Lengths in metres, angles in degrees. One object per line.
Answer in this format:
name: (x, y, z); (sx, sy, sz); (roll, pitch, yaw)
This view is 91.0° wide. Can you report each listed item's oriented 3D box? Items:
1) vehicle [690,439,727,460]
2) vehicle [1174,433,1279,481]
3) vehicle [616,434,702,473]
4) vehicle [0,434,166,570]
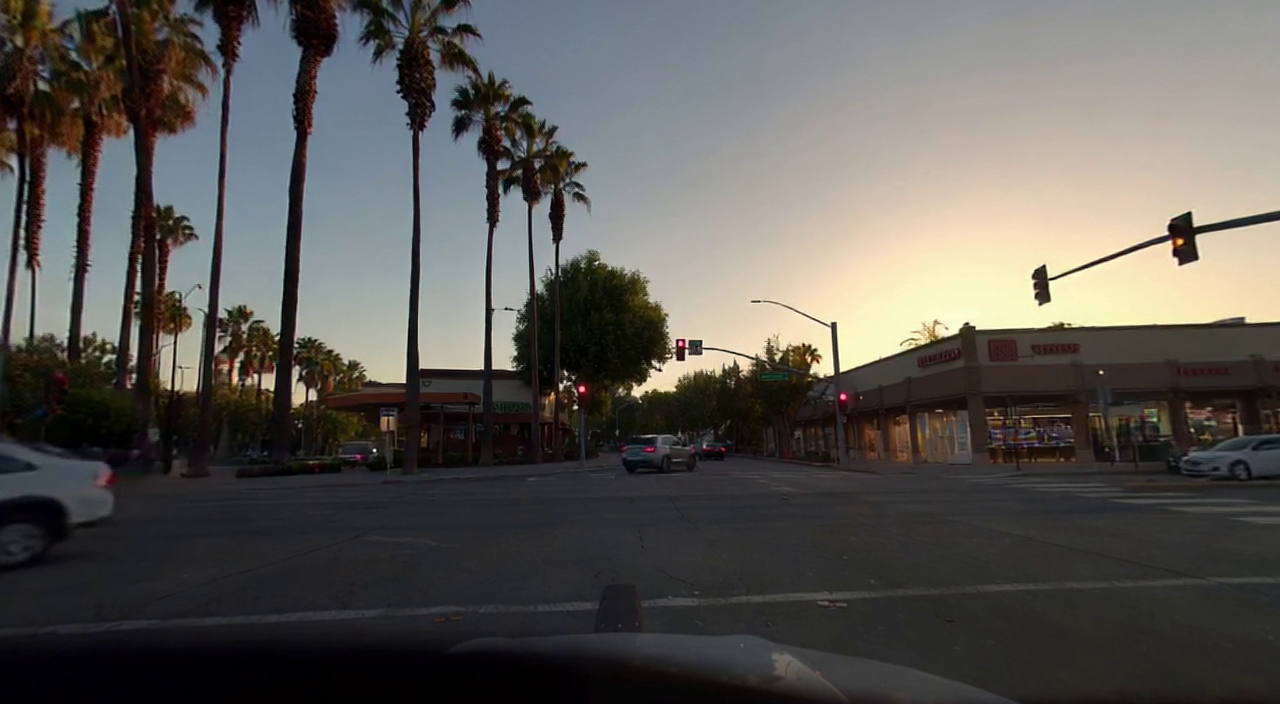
vehicle: (5.141, 7.385, 47.745); (1.890, 1.572, 3.826); (1, -9, -7)
vehicle: (23.498, 3.926, 23.631); (4.722, 1.717, 2.000); (-3, -9, 17)
vehicle: (0.991, 4.731, 29.598); (1.999, 1.653, 4.603); (-5, -10, 32)
vehicle: (-8.253, 1.699, 7.180); (1.828, 1.512, 4.035); (-5, -10, 30)
